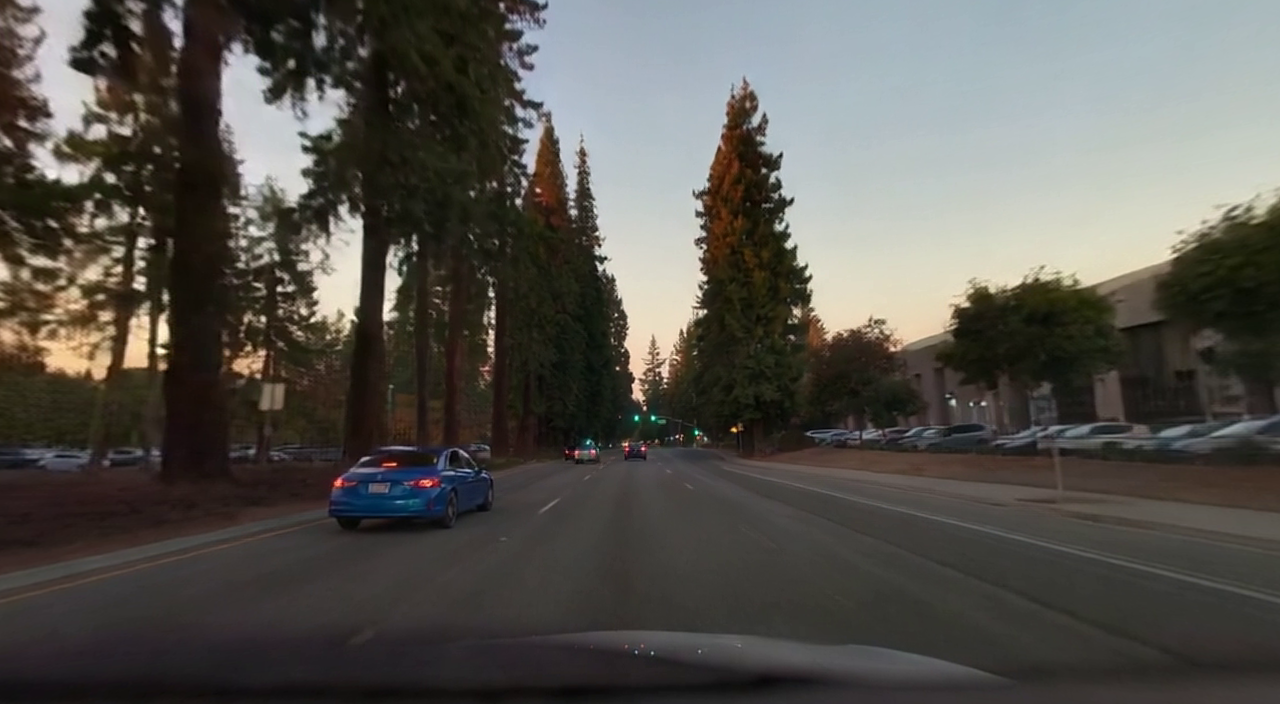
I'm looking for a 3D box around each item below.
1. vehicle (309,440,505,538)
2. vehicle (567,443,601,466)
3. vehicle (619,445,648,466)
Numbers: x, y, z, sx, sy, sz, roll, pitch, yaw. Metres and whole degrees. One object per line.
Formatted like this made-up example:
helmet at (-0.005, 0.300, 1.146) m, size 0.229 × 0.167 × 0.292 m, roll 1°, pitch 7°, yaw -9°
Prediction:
vehicle at (-3.893, 2.345, 11.523) m, size 1.905 × 1.418 × 4.396 m, roll 0°, pitch -9°, yaw 0°
vehicle at (-4.060, 7.501, 46.359) m, size 2.103 × 1.592 × 4.160 m, roll 0°, pitch -9°, yaw 0°
vehicle at (-0.476, 7.535, 46.016) m, size 1.991 × 1.431 × 4.199 m, roll 0°, pitch -9°, yaw -1°
